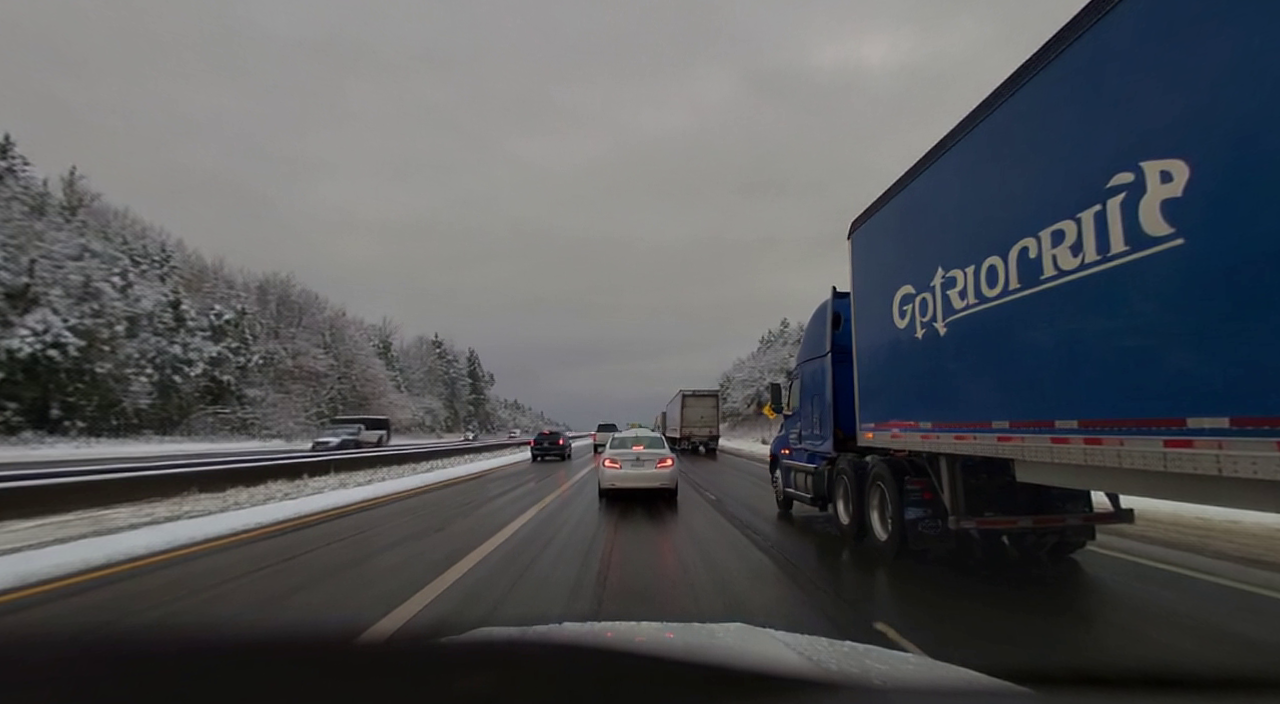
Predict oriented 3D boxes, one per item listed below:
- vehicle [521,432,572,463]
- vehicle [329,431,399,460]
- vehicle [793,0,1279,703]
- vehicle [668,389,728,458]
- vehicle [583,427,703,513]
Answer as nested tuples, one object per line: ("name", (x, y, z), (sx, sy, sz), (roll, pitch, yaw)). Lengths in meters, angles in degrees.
("vehicle", (-4.743, 4.895, 32.561), (1.983, 1.434, 4.451), (0, -8, 0))
("vehicle", (-15.617, 5.278, 35.904), (1.835, 1.541, 4.415), (0, -7, 2))
("vehicle", (4.112, -0.162, 3.729), (2.816, 4.070, 14.136), (0, -8, 0))
("vehicle", (3.704, 5.118, 44.065), (2.869, 4.067, 13.731), (0, -8, 0))
("vehicle", (0.007, 2.228, 12.468), (2.021, 1.435, 3.611), (0, -8, -2))
